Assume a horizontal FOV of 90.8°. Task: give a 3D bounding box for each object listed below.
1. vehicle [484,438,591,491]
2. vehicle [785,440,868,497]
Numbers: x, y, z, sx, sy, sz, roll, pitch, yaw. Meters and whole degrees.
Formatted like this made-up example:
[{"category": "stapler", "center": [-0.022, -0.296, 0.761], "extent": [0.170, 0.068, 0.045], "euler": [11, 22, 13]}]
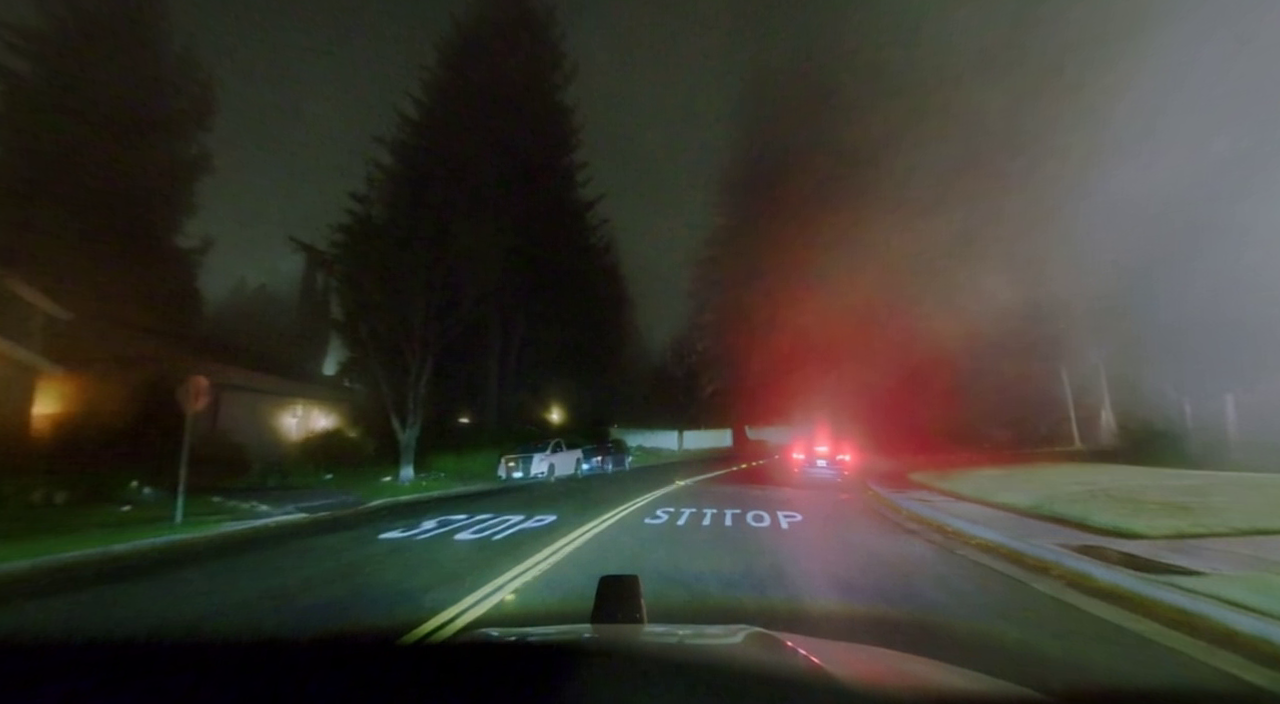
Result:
[{"category": "vehicle", "center": [-3.584, 4.046, 23.207], "extent": [2.030, 1.696, 4.828], "euler": [-3, -9, 16]}, {"category": "vehicle", "center": [5.476, 3.426, 19.061], "extent": [2.045, 1.478, 4.914], "euler": [-2, -9, 13]}]
